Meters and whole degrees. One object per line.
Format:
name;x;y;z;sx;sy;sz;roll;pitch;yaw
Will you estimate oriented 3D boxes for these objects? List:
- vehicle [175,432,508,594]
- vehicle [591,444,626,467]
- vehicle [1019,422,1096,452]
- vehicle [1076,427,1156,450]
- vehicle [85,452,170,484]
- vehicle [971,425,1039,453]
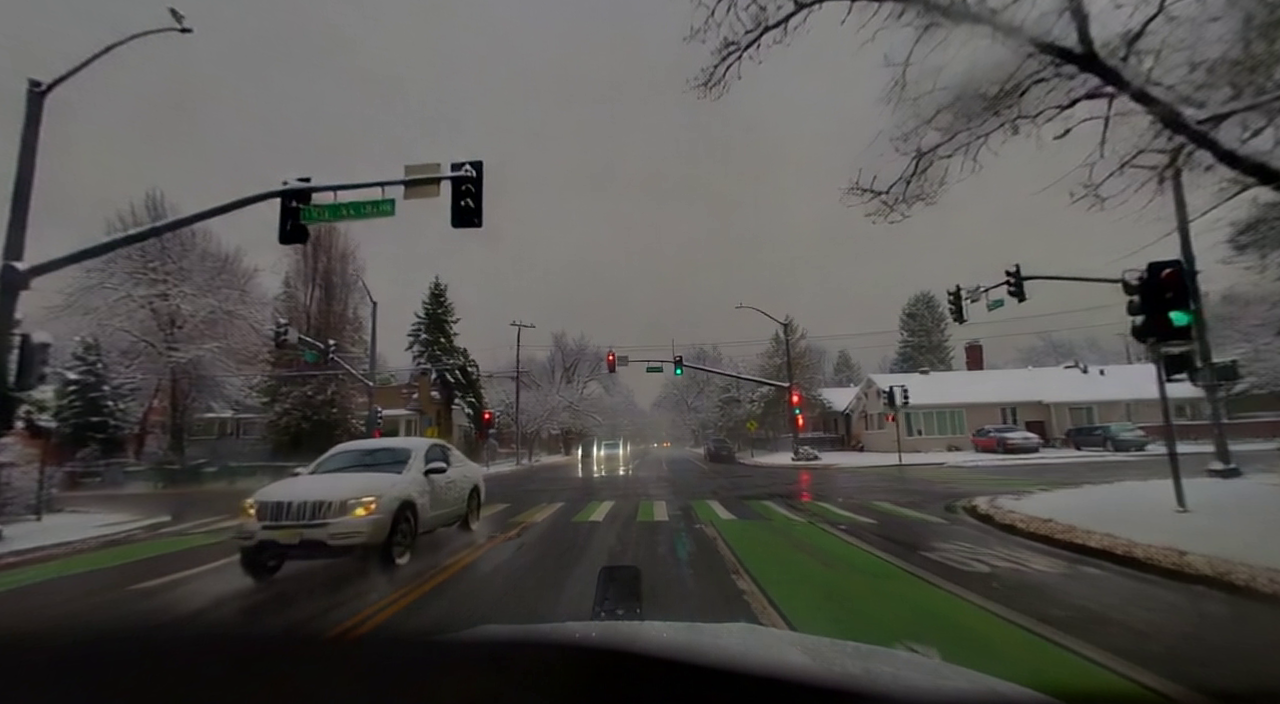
vehicle;-3.304;1.876;8.310;1.904;1.489;4.746;0;-9;2
vehicle;-2.107;7.019;42.931;1.982;1.472;4.103;-1;-9;3
vehicle;27.165;5.618;41.141;2.033;1.821;4.542;0;-9;3
vehicle;30.979;5.707;41.176;1.837;1.396;4.695;-1;-9;5
vehicle;-35.088;7.928;43.290;1.979;2.043;4.543;0;-9;0
vehicle;24.013;5.793;41.563;1.964;1.759;4.583;-1;-9;4
